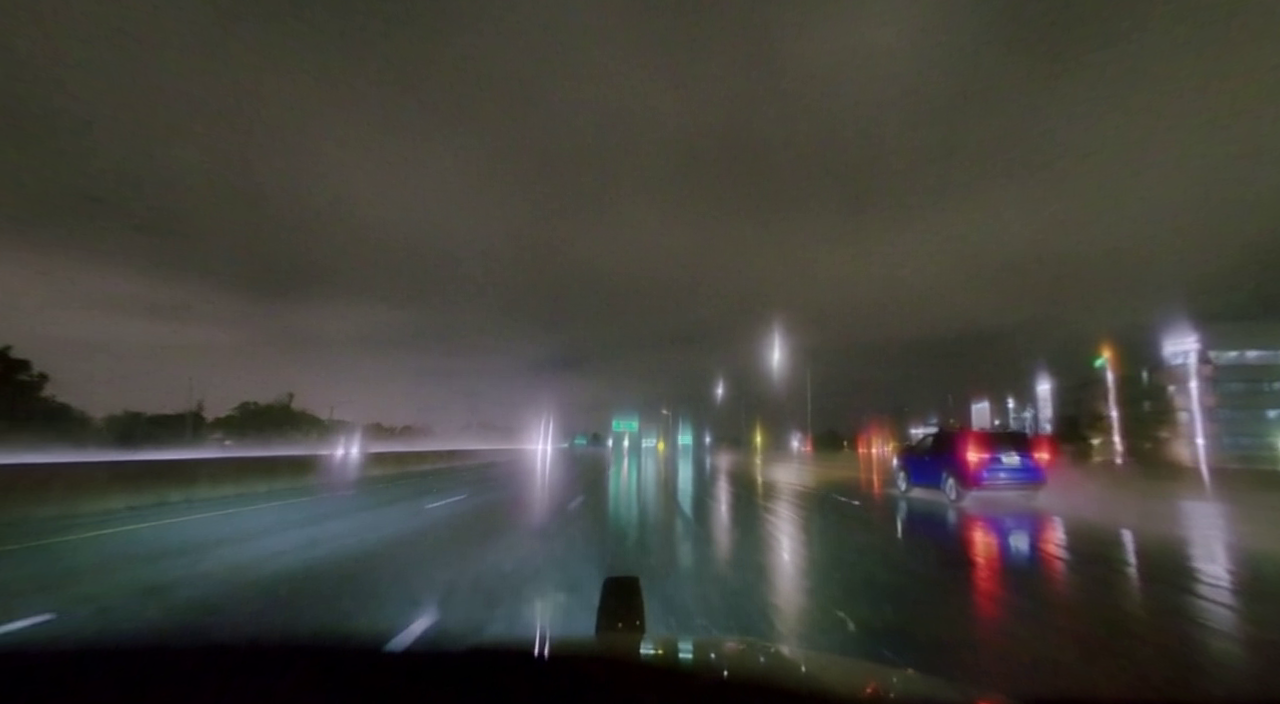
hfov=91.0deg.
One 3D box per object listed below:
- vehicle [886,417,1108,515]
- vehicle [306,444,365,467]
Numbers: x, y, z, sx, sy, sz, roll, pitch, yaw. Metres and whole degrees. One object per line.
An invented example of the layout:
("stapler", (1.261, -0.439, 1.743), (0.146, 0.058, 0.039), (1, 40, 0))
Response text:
("vehicle", (7.183, 2.350, 13.383), (2.091, 1.711, 4.383), (0, -9, -1))
("vehicle", (-22.004, 7.509, 45.731), (2.091, 1.558, 4.396), (-1, -9, 0))
